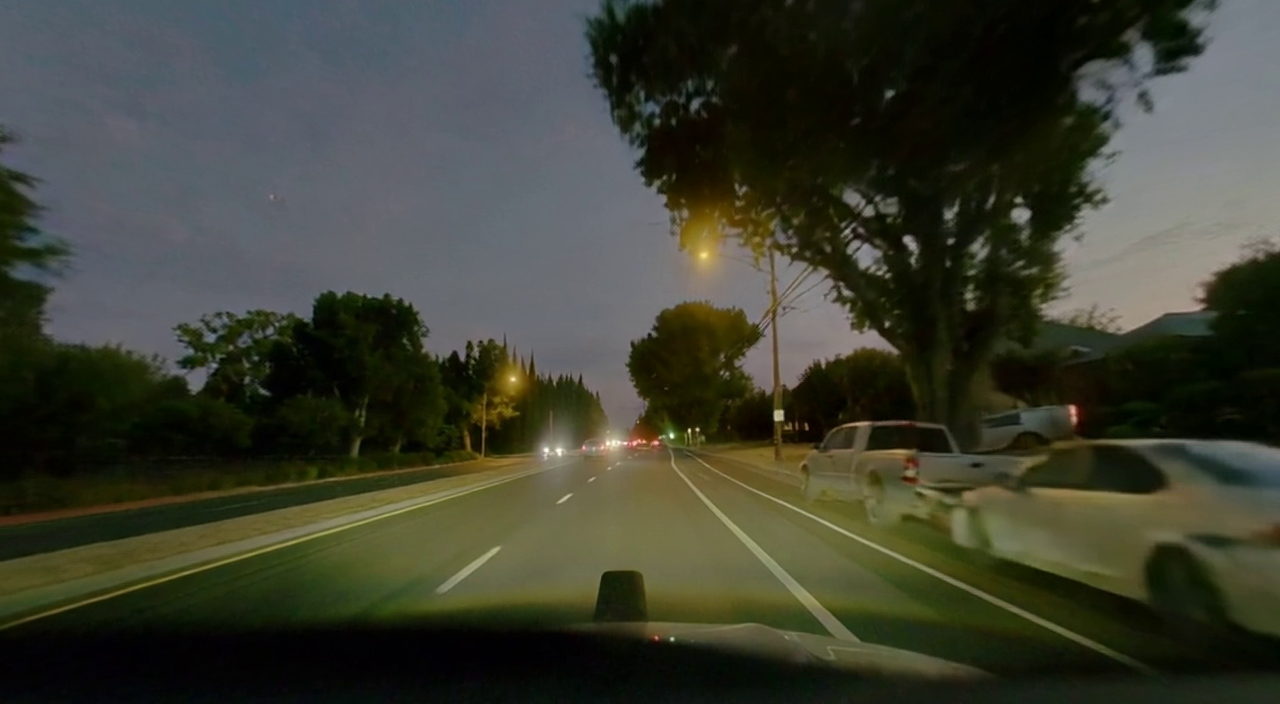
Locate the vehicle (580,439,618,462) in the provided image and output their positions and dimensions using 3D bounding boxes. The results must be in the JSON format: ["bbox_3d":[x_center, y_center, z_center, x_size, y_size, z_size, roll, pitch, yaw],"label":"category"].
[{"bbox_3d":[-2.727,6.695,43.075,2.084,1.466,4.522,-1,-8,3],"label":"vehicle"}]

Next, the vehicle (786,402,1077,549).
[{"bbox_3d":[4.430,1.985,10.922,2.336,1.885,5.298,0,-8,-2],"label":"vehicle"}]

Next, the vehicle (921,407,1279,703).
[{"bbox_3d":[4.299,1.292,4.787,2.241,1.536,4.682,0,-8,1],"label":"vehicle"}]
